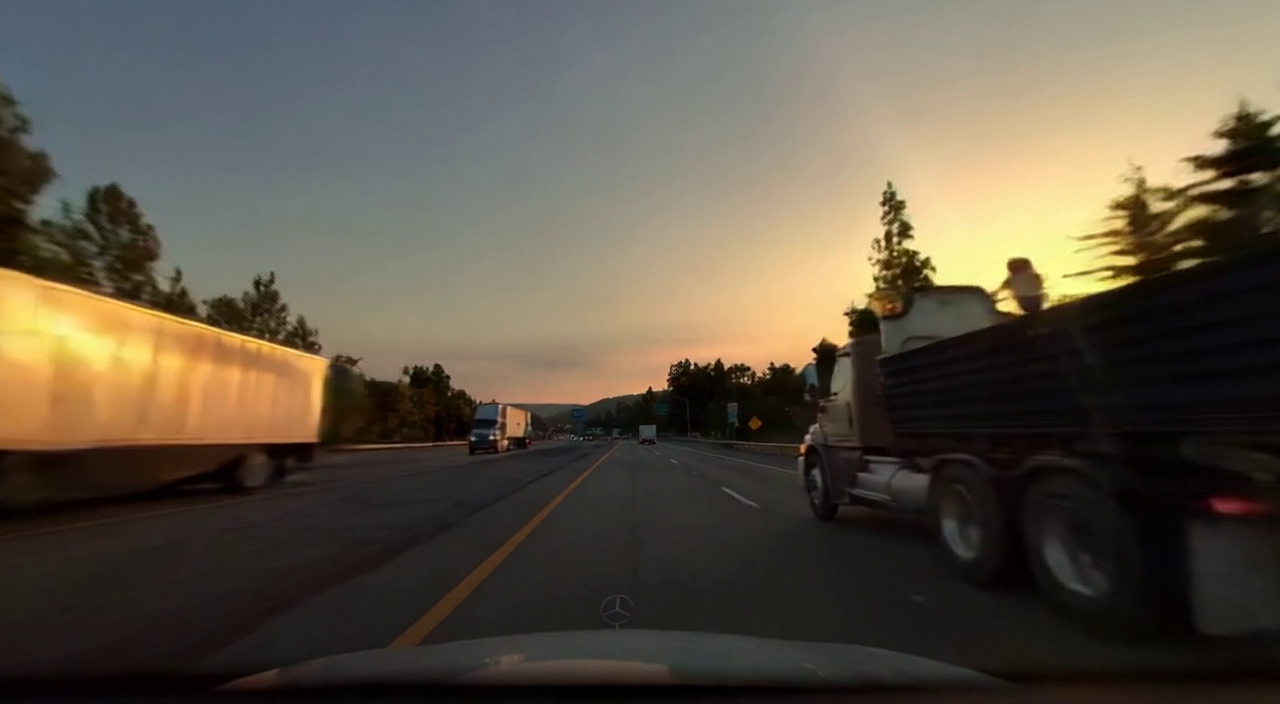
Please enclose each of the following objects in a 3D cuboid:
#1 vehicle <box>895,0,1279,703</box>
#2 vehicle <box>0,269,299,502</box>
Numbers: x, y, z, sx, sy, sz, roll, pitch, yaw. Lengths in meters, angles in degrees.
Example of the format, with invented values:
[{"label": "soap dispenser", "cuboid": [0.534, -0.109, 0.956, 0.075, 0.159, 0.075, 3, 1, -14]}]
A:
[{"label": "vehicle", "cuboid": [4.064, -0.619, 0.631, 2.911, 3.994, 10.840, 0, -8, -1]}, {"label": "vehicle", "cuboid": [-12.532, 1.187, 15.538, 2.933, 4.039, 9.567, 0, -8, -1]}]
